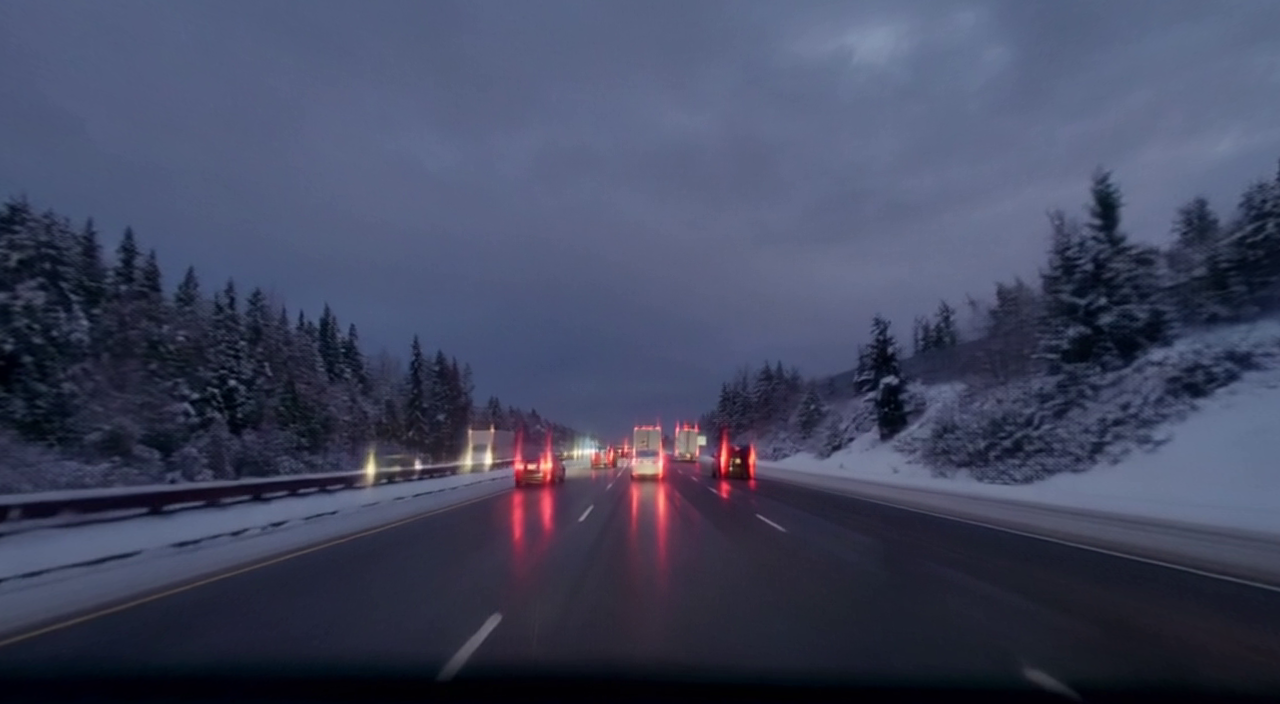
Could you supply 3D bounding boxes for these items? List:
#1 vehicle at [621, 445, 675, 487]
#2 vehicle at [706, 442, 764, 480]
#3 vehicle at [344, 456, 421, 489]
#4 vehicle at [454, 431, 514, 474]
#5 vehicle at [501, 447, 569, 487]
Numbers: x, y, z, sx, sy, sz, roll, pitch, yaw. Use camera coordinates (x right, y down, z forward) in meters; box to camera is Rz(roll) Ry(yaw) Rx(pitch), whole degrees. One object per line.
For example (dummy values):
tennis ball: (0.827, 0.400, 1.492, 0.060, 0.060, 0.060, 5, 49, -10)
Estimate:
vehicle: (0.287, 4.604, 25.664, 2.015, 1.526, 4.286, 0, -9, 0)
vehicle: (4.402, 5.113, 29.596, 2.018, 1.639, 4.149, 0, -9, -1)
vehicle: (-12.695, 5.948, 31.232, 1.923, 1.488, 4.501, 0, -9, 1)
vehicle: (-12.176, 7.923, 49.692, 2.653, 3.121, 6.846, -1, -9, 3)
vehicle: (-4.206, 4.689, 25.829, 1.967, 1.473, 4.439, 0, -9, 1)
